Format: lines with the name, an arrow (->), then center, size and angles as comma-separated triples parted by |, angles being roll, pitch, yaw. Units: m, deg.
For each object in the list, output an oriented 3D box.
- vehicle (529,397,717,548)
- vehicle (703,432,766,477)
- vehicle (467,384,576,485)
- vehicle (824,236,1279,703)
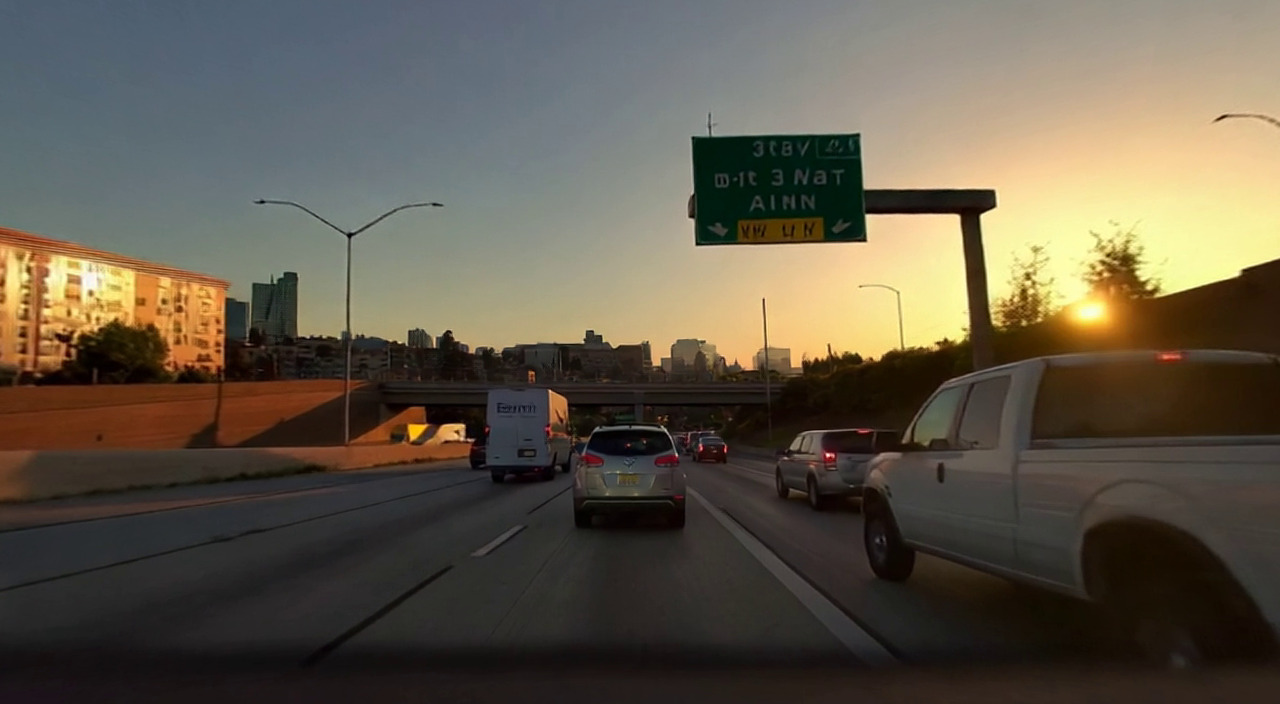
vehicle -> -0.211, 1.802, 9.952 | 2.287, 1.823, 4.369 | 0, -9, 0
vehicle -> 3.961, 4.399, 27.200 | 2.064, 1.720, 4.416 | 0, -9, 0
vehicle -> -3.702, 2.834, 21.283 | 2.415, 2.821, 6.636 | 1, -9, 0
vehicle -> 3.006, 0.873, 3.503 | 2.341, 1.890, 5.144 | 1, -9, -1
